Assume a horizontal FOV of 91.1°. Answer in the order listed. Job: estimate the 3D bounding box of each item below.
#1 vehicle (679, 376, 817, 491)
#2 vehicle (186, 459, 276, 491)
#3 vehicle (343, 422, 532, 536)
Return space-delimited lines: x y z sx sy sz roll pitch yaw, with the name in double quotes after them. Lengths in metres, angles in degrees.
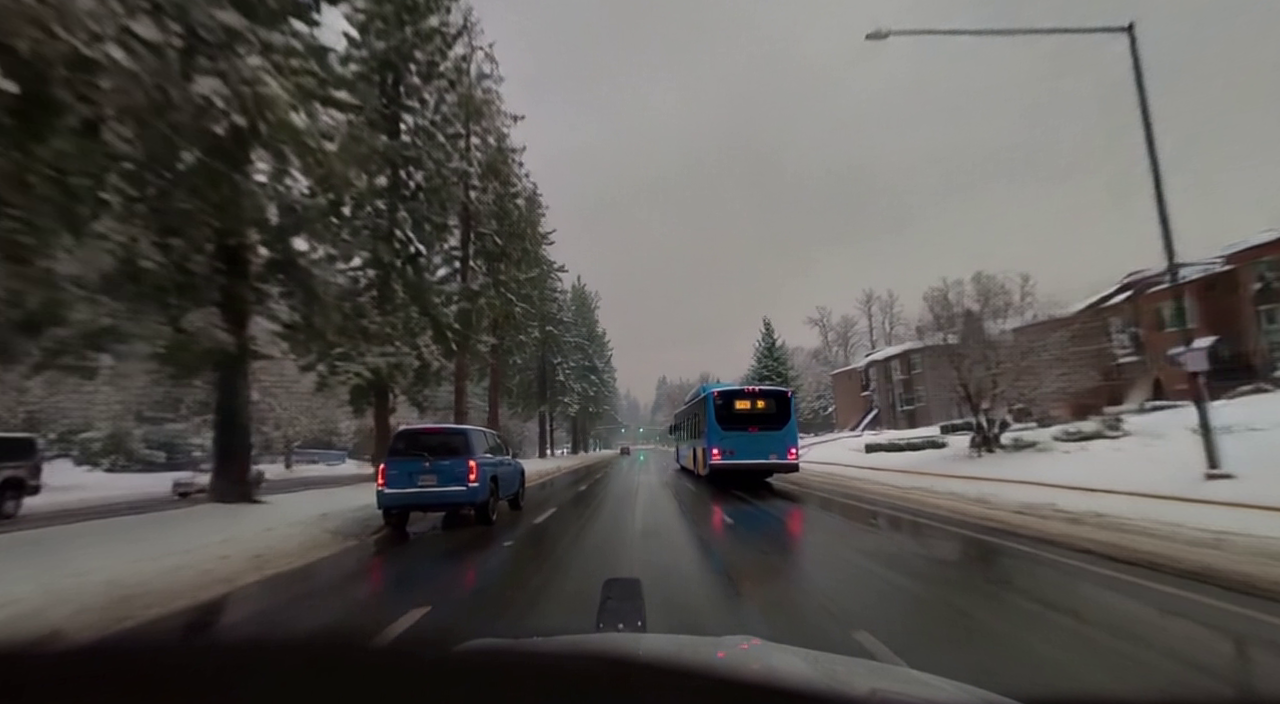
3.483 3.257 24.409 3.072 3.278 12.747 0 -8 0 "vehicle"
-22.041 6.614 34.024 1.812 1.476 4.383 0 -8 2 "vehicle"
-3.565 2.314 12.093 2.111 1.767 4.333 0 -8 1 "vehicle"
